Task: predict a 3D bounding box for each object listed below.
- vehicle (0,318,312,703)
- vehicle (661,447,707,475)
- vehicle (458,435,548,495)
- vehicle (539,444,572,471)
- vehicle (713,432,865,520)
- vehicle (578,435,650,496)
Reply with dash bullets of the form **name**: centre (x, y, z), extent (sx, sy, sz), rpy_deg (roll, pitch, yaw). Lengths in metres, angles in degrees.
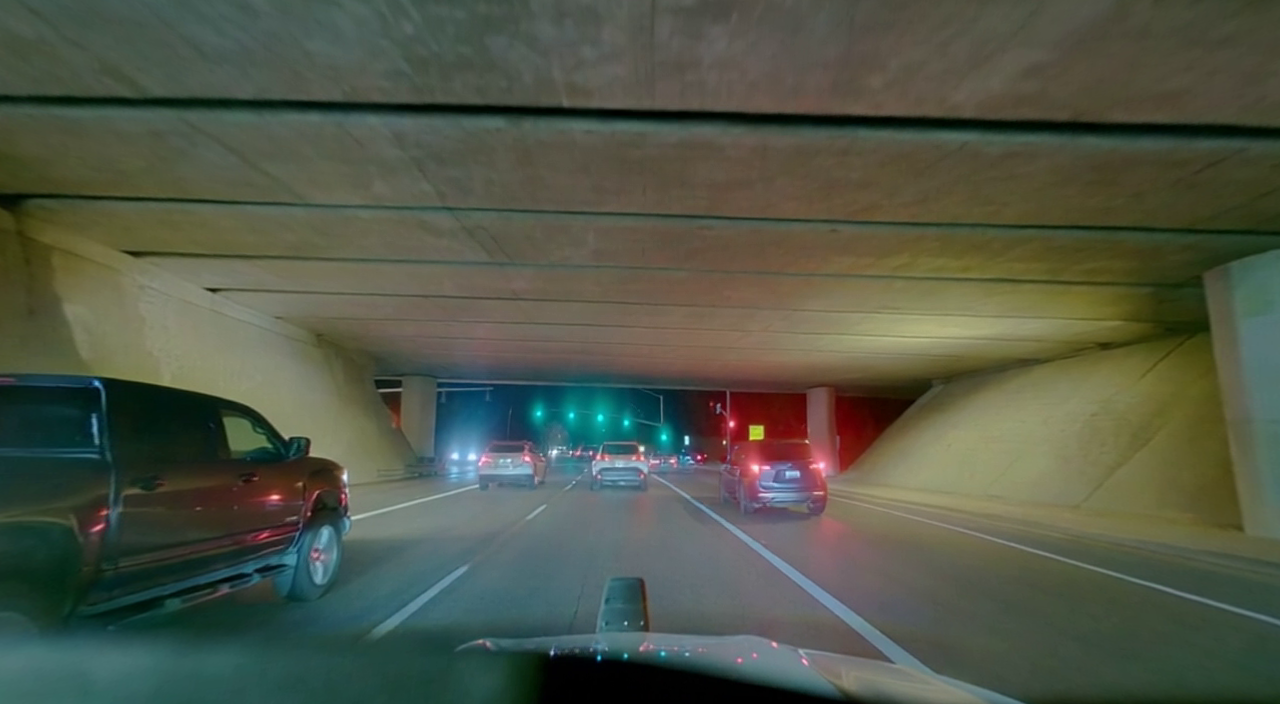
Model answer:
- **vehicle**: centre (-3.677, 0.789, 2.704), extent (2.074, 1.814, 4.596), rpy_deg (0, -8, -1)
- **vehicle**: centre (2.444, 6.193, 36.099), extent (2.026, 1.457, 3.969), rpy_deg (1, -8, -5)
- **vehicle**: centre (-4.255, 3.578, 20.313), extent (2.127, 1.720, 4.064), rpy_deg (0, -8, -2)
- **vehicle**: centre (-5.325, 6.691, 40.085), extent (1.829, 1.614, 3.611), rpy_deg (1, -8, -4)
- **vehicle**: centre (3.292, 2.871, 15.300), extent (2.234, 1.720, 5.378), rpy_deg (0, -8, -2)
- **vehicle**: centre (-0.818, 3.557, 20.120), extent (2.097, 1.748, 3.794), rpy_deg (0, -8, -2)
